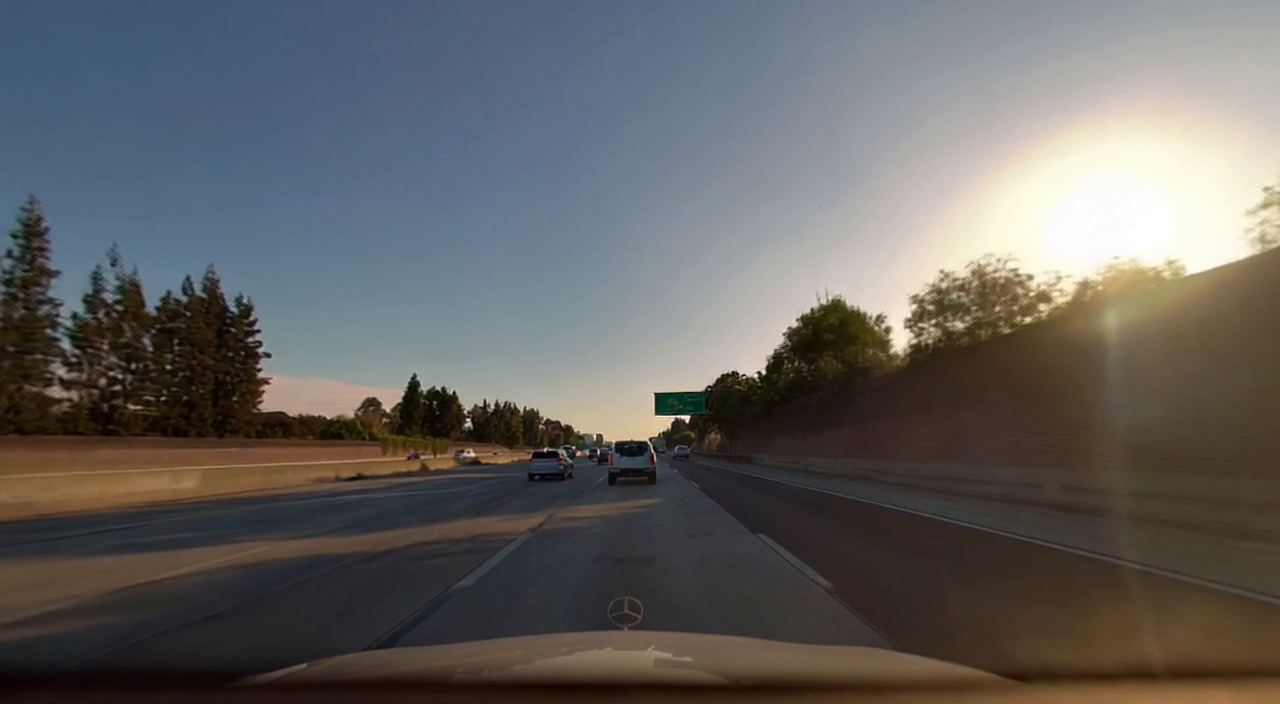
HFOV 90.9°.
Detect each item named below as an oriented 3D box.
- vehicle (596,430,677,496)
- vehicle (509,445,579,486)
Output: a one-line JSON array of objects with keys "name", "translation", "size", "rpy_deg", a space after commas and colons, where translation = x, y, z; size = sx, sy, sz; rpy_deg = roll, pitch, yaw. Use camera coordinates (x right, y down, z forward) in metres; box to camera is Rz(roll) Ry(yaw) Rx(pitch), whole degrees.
[{"name": "vehicle", "translation": [-0.069, 3.407, 19.661], "size": [2.233, 1.804, 4.273], "rpy_deg": [0, -9, 1]}, {"name": "vehicle", "translation": [-3.578, 4.303, 24.247], "size": [1.967, 1.442, 4.143], "rpy_deg": [0, -9, 1]}]
